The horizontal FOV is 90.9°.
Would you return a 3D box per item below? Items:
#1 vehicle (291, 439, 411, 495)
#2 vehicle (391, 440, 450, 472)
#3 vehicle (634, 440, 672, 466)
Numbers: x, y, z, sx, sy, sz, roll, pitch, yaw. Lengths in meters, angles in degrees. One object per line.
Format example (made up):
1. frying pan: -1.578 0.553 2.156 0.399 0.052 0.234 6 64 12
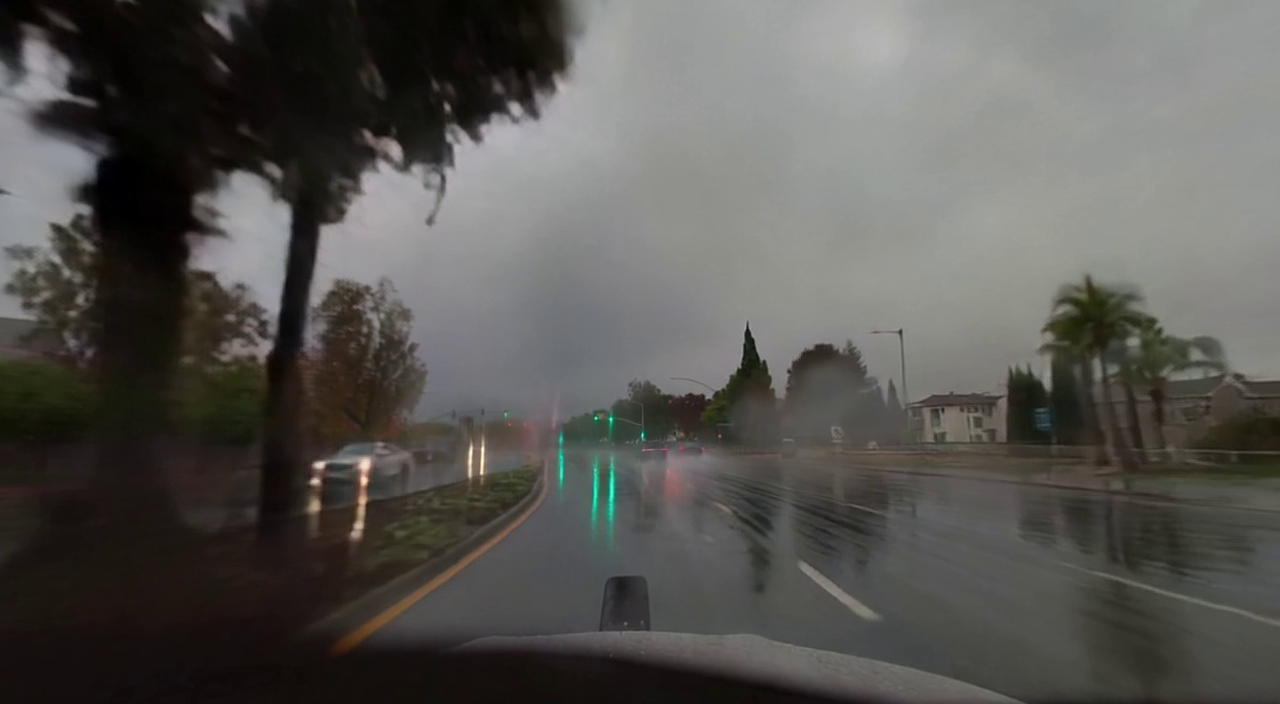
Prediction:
1. vehicle: -9.212 3.669 20.573 2.002 1.612 4.436 0 -8 -3
2. vehicle: -14.074 6.672 40.774 2.278 1.928 5.776 1 -8 -6
3. vehicle: 0.880 7.259 45.478 2.046 1.818 4.603 1 -8 -8
